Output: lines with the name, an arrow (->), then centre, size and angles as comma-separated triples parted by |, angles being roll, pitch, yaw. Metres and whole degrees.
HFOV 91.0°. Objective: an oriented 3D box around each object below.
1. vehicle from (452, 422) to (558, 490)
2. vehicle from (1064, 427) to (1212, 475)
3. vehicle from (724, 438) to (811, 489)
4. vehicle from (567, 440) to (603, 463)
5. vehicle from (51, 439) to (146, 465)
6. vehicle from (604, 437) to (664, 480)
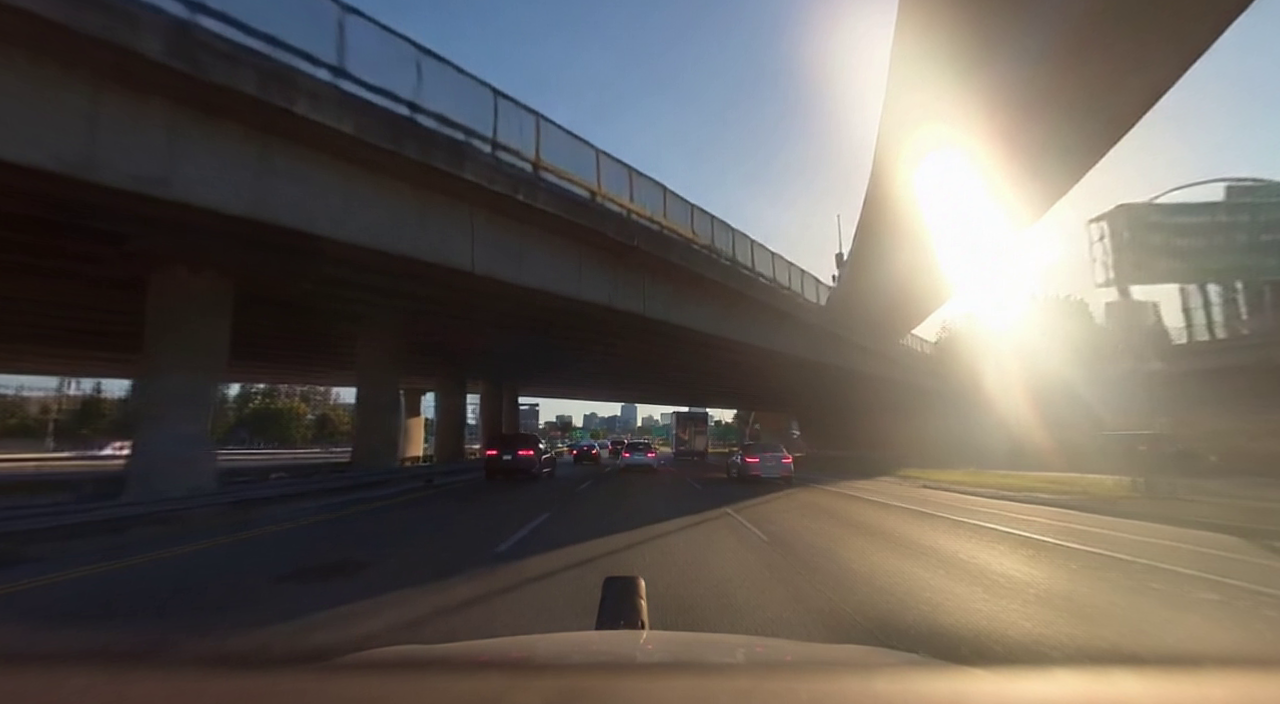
vehicle -> -4.018, 3.198, 19.646 | 2.142, 1.819, 4.648 | 0, -8, 1
vehicle -> 23.029, 4.604, 29.583 | 2.376, 1.988, 6.109 | -1, -8, 5
vehicle -> 4.044, 3.598, 20.619 | 1.974, 1.490, 3.994 | 0, -8, -1
vehicle -> -3.615, 6.614, 42.046 | 1.868, 1.431, 4.055 | 0, -8, 2
vehicle -> -33.849, 6.280, 39.547 | 1.783, 1.521, 4.566 | 0, -8, 2
vehicle -> -0.187, 4.037, 24.135 | 2.089, 1.493, 3.964 | 0, -8, 0
